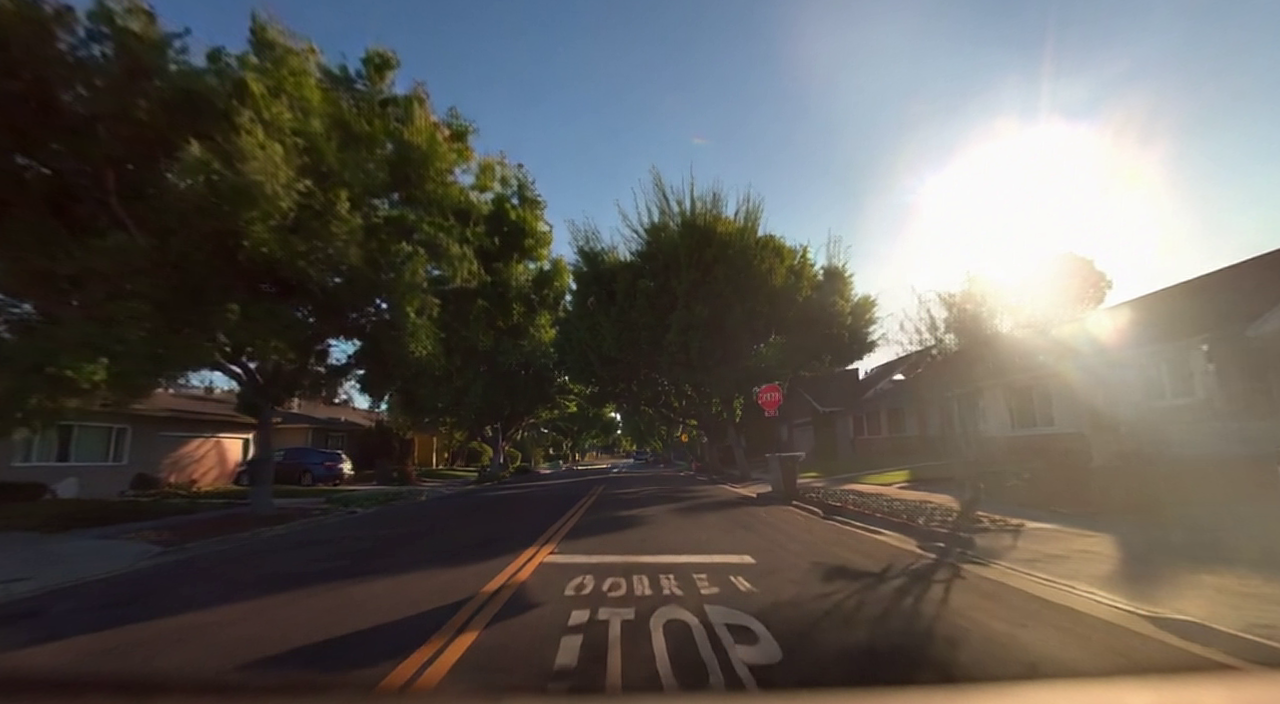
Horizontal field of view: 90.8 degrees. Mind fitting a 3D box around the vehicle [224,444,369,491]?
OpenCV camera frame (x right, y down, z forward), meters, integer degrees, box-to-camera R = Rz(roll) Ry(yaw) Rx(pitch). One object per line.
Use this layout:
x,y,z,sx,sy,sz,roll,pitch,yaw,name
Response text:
-14.269,4.807,26.495,4.809,1.865,2.093,0,-9,-2,vehicle
